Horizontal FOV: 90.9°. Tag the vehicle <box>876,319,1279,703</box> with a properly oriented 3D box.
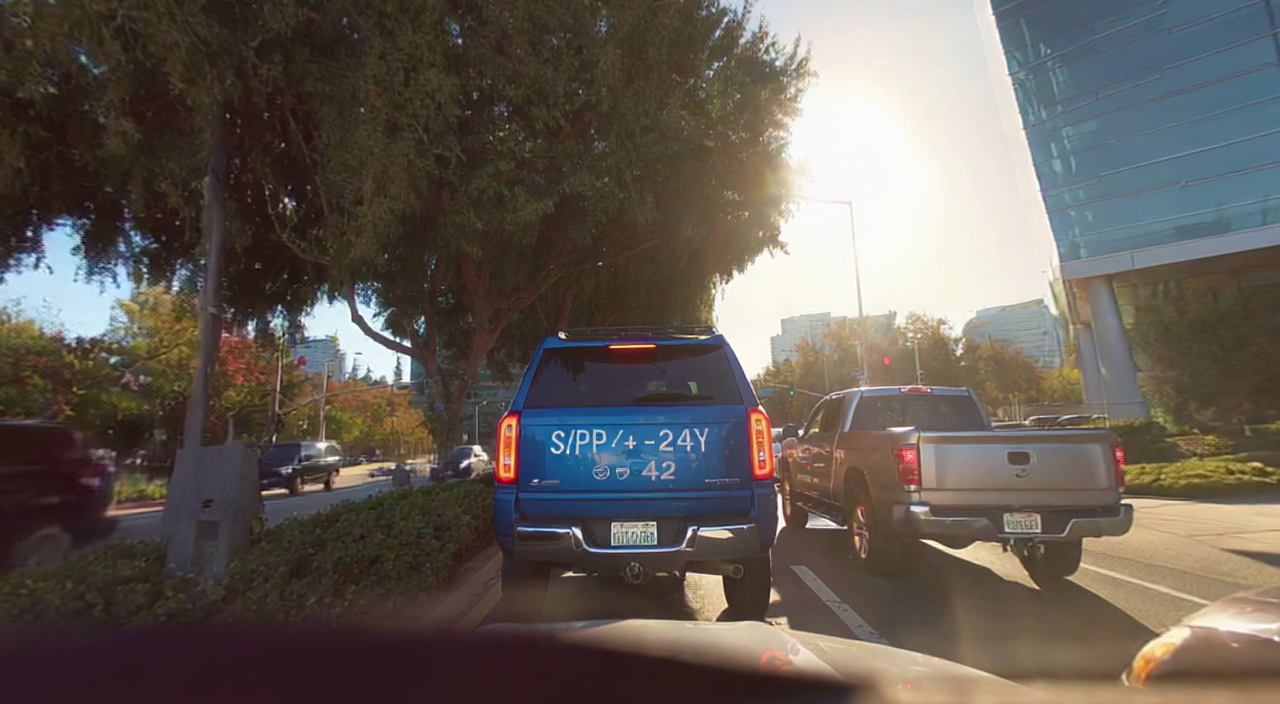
[{"bbox_3d":[3.077,0.987,3.482,2.022,1.700,4.410,0,-8,3],"label":"vehicle"}]

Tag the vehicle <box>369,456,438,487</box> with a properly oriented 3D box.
[{"bbox_3d":[-15.425,7.792,41.502,2.214,1.815,5.613,0,-8,2],"label":"vehicle"}]

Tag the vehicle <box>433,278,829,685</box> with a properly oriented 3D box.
[{"bbox_3d":[0.008,1.041,5.937,2.267,2.372,4.366,0,-8,2],"label":"vehicle"}]

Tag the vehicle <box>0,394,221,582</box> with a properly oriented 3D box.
[{"bbox_3d":[-9.004,1.694,7.424,2.873,2.199,8.099,-4,-8,-2],"label":"vehicle"}]

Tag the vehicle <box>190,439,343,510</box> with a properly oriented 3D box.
[{"bbox_3d":[-15.983,5.214,27.667,2.741,2.730,6.221,0,-8,1],"label":"vehicle"}]
